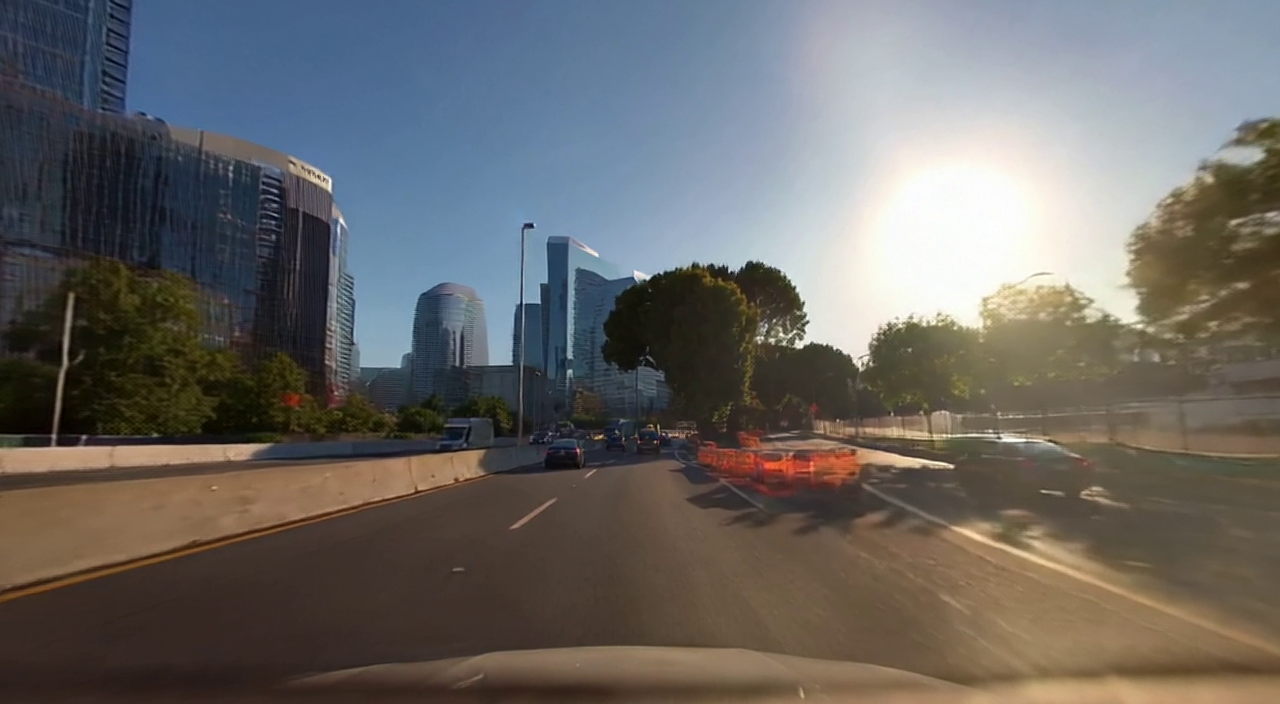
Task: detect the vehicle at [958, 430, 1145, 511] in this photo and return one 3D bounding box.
[{"bbox_3d":[8.698,2.472,13.739,1.913,1.499,3.581,-1,-8,6],"label":"vehicle"}]

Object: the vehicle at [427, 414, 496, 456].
[{"bbox_3d":[-12.468,5.879,44.729,2.297,2.733,7.664,0,-8,3],"label":"vehicle"}]

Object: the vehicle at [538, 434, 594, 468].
[{"bbox_3d":[-3.253,4.404,28.392,1.848,1.406,4.013,0,-8,3],"label":"vehicle"}]
